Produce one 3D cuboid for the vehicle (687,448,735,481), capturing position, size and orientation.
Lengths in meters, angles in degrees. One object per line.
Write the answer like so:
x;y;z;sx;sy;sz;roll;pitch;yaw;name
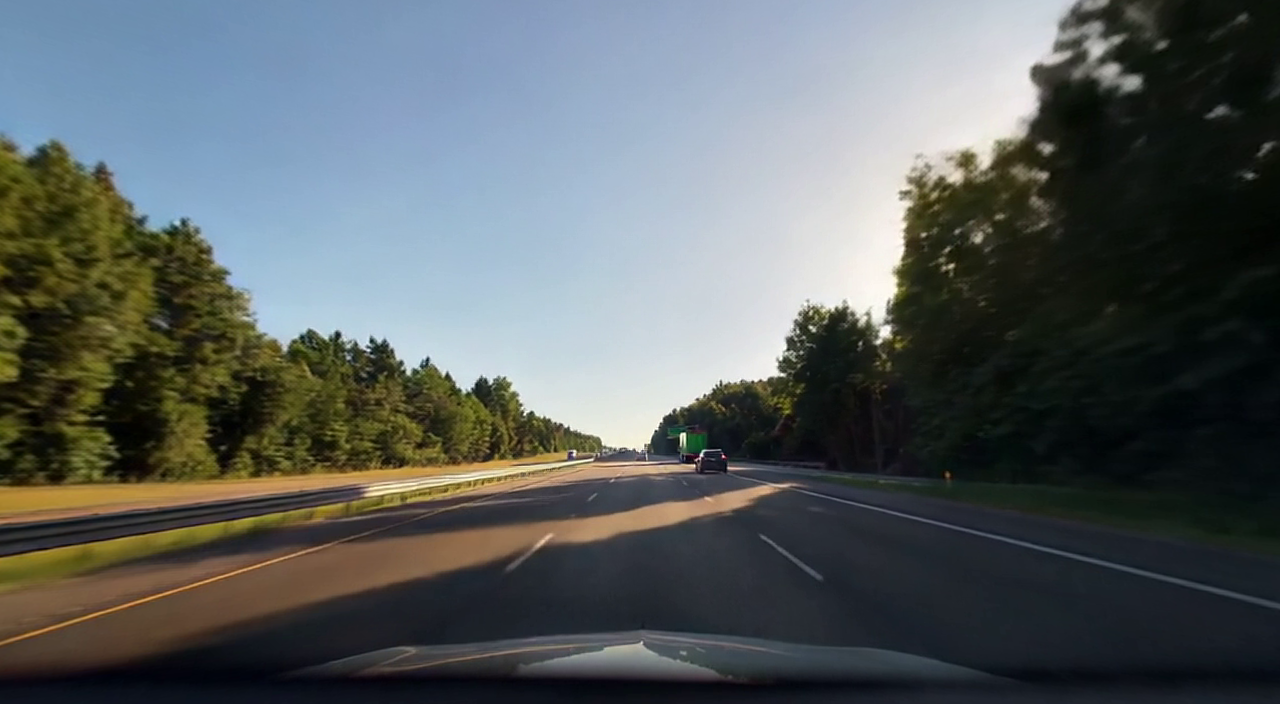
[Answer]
3.642;5.817;32.876;2.019;1.601;3.953;0;-9;0;vehicle
